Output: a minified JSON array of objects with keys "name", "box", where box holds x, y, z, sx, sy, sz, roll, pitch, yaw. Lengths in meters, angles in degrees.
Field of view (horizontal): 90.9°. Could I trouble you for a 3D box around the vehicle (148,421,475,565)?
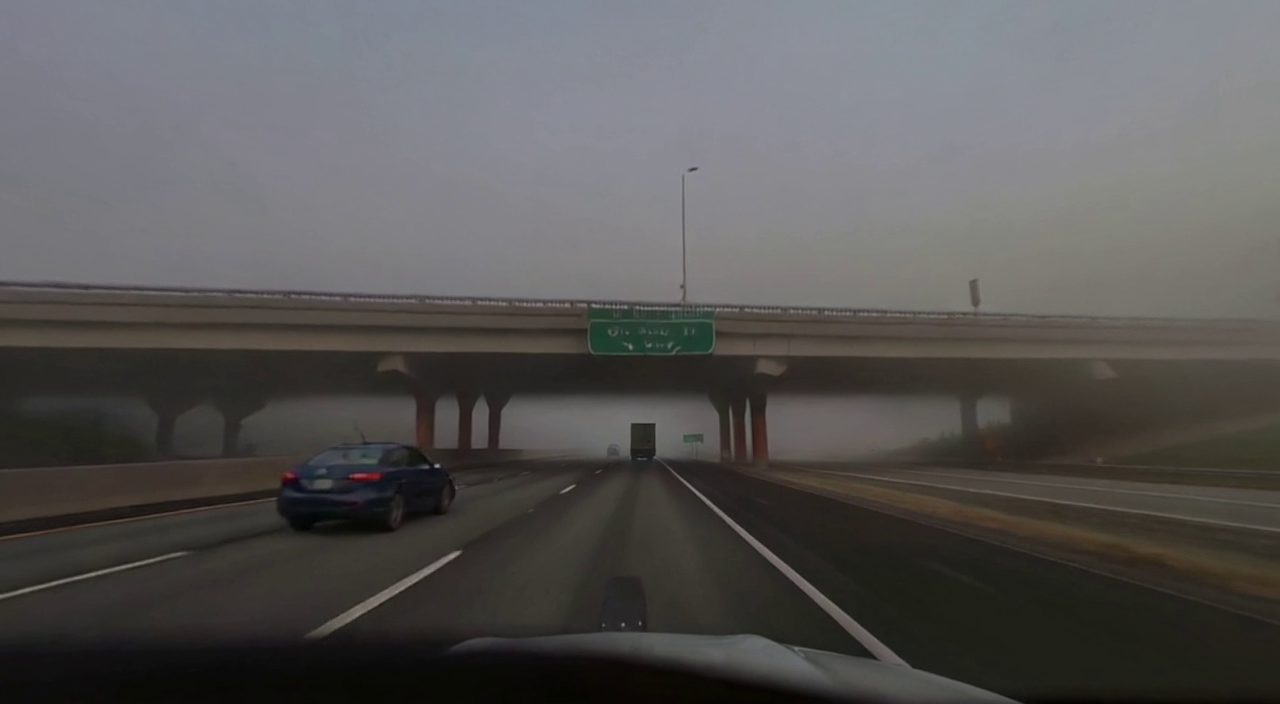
[{"name":"vehicle","box":[-4.367,1.986,9.675,2.235,1.593,5.077,0,-9,1]}]
